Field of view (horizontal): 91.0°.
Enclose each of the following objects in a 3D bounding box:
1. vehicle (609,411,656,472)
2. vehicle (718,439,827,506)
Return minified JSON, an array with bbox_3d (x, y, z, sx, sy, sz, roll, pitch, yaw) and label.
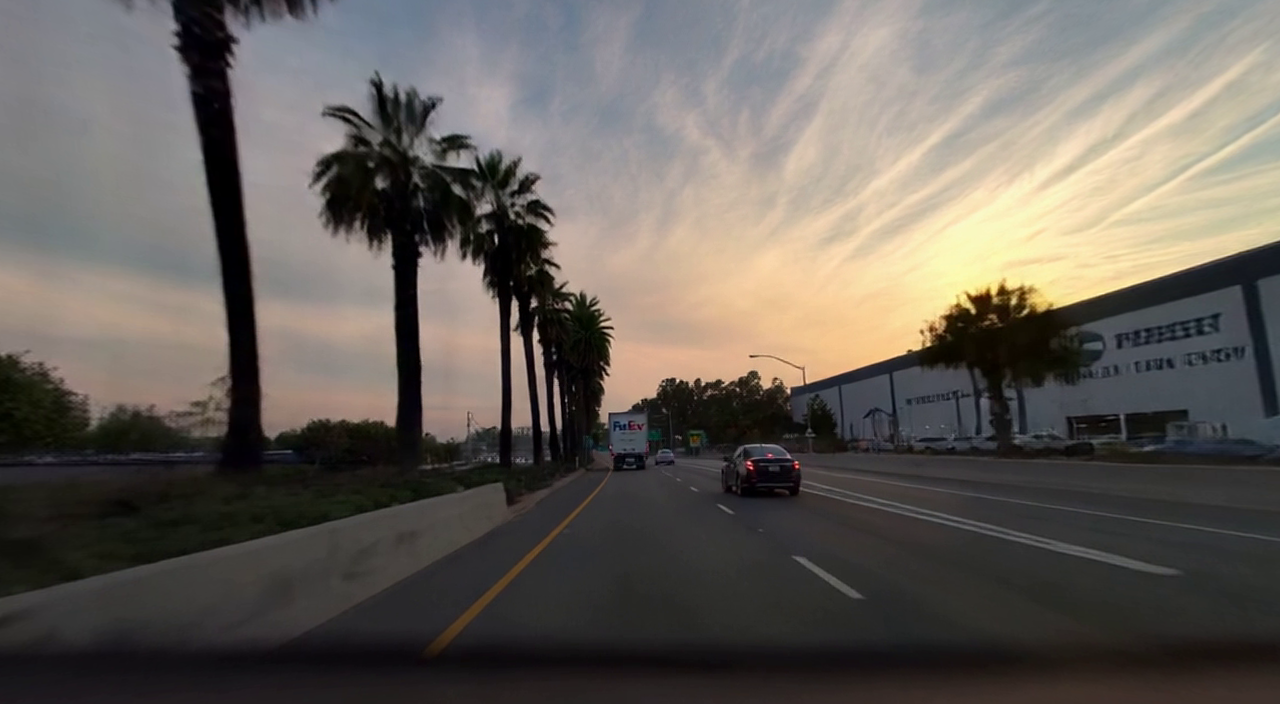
[{"bbox_3d":[-0.677,7.059,49.256,3.243,4.134,11.656,0,-9,-2],"label":"vehicle"},{"bbox_3d":[3.414,3.198,17.128,1.966,1.558,4.238,0,-9,-1],"label":"vehicle"}]
